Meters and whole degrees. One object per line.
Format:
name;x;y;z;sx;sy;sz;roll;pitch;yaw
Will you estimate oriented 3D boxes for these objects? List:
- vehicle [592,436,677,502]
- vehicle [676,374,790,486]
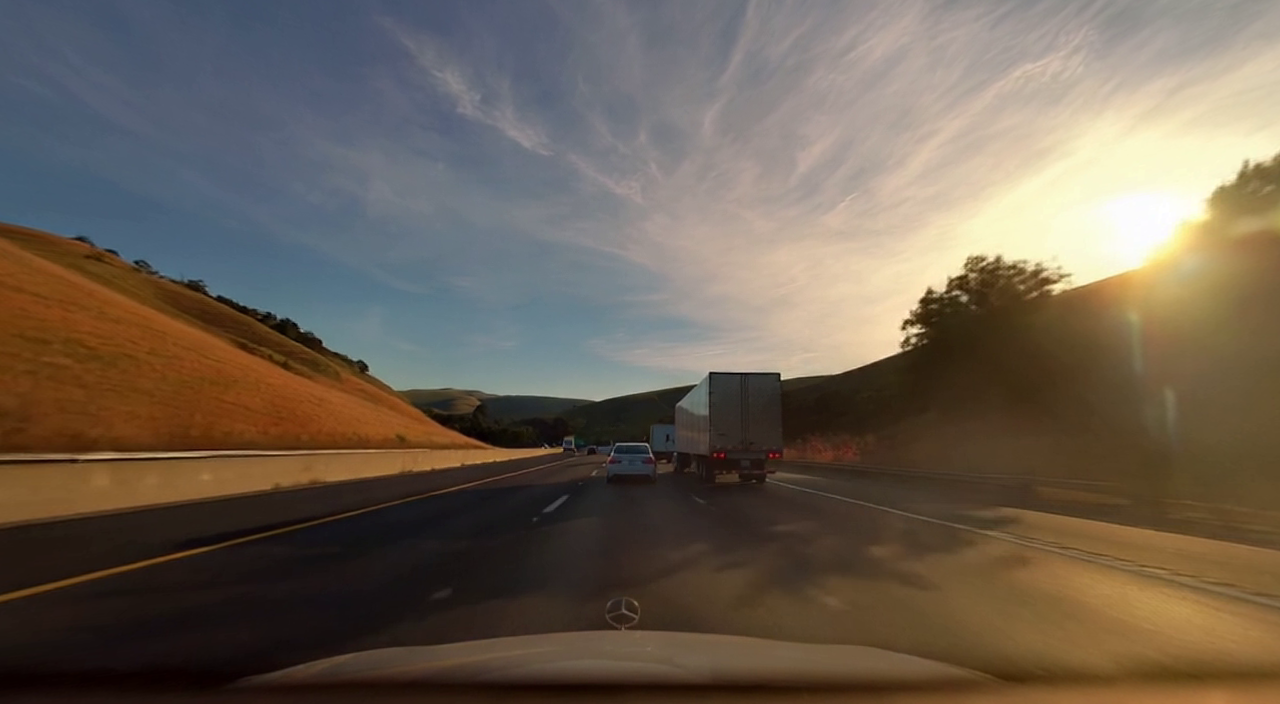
vehicle;-0.165;3.214;17.702;2.109;1.639;3.768;0;-9;-1
vehicle;3.761;3.865;29.884;2.812;4.024;14.098;0;-9;-2
